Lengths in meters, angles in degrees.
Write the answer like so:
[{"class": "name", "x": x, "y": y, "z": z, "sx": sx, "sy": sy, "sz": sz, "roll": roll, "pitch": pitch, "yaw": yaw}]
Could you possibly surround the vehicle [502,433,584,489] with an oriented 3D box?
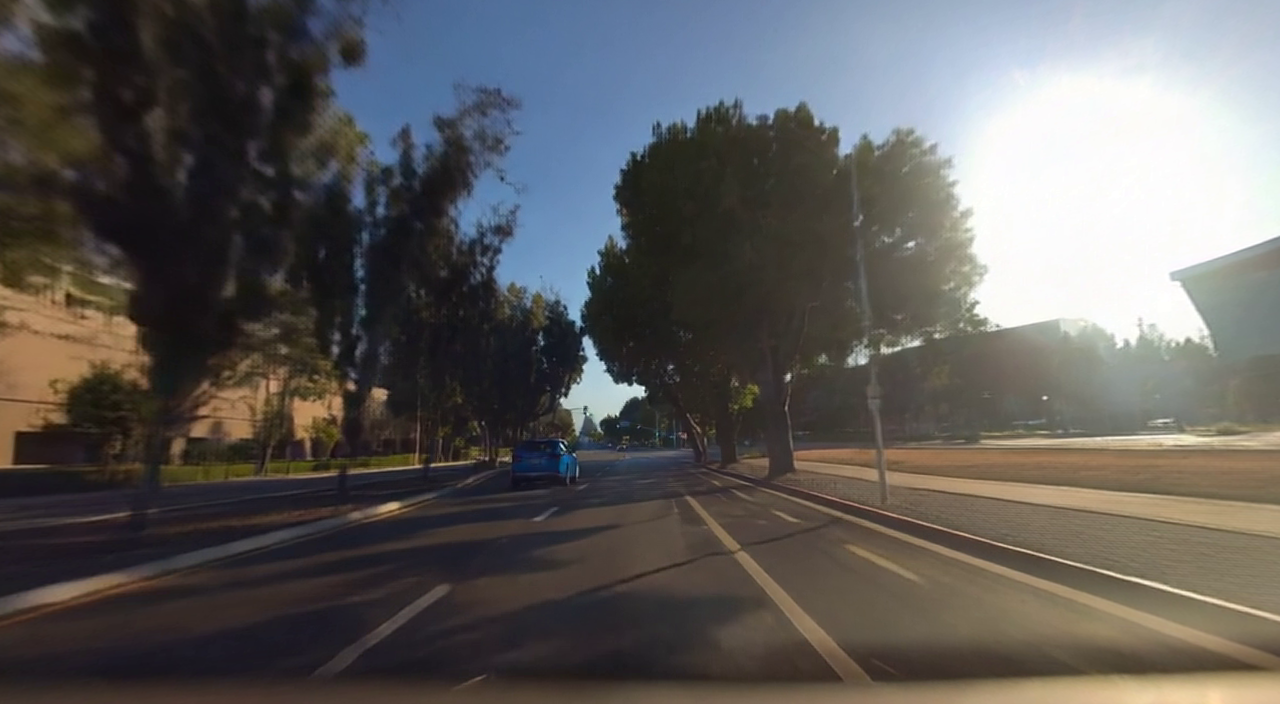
[{"class": "vehicle", "x": -3.257, "y": 3.772, "z": 22.131, "sx": 2.121, "sy": 1.724, "sz": 4.392, "roll": 0, "pitch": -9, "yaw": 1}]
